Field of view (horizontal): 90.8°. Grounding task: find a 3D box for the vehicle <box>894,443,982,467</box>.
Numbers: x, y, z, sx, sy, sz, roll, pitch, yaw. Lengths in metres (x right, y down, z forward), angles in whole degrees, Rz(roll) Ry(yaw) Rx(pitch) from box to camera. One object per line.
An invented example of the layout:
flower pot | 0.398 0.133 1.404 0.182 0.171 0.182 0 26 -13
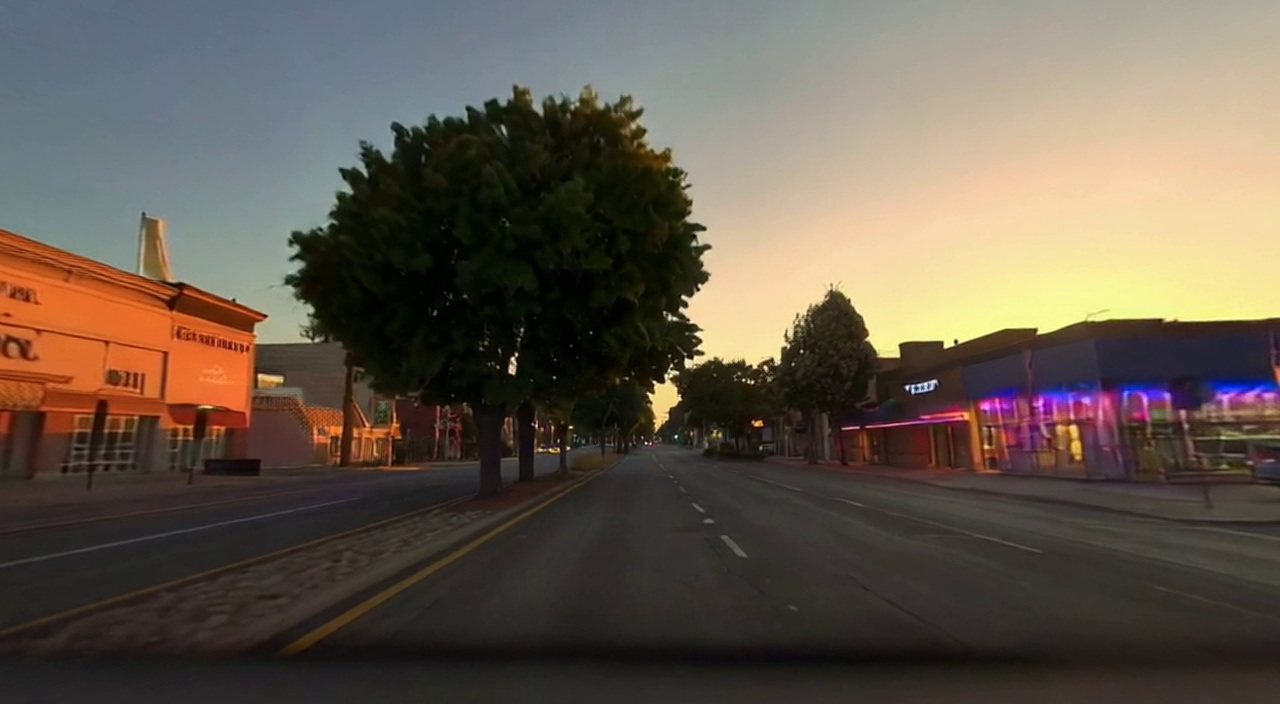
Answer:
vehicle | 20.404 7.068 43.412 4.937 1.573 2.068 0 -8 0

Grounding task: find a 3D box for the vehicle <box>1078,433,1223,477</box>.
vehicle | 21.194 4.280 26.346 4.376 1.575 1.981 -1 -9 -5
